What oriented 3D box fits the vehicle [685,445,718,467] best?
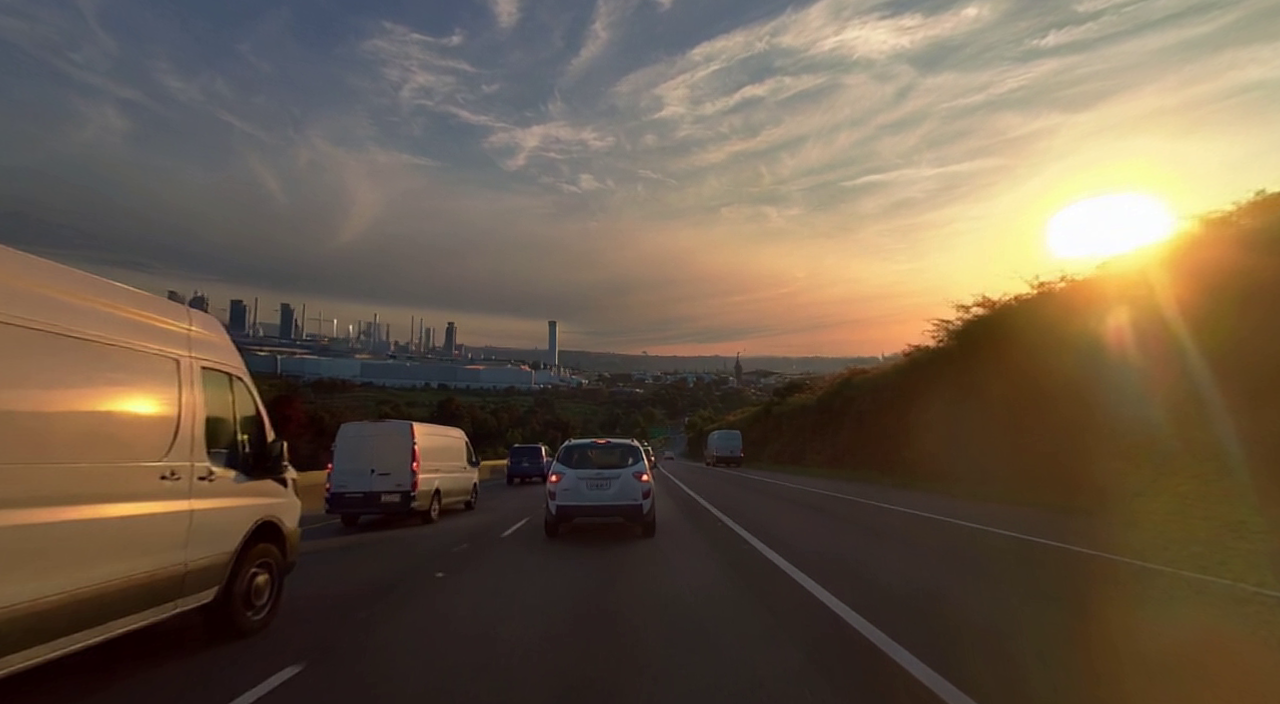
[{"bbox_3d":[4.306,7.361,44.745,1.874,1.512,3.723,0,-9,-1],"label":"vehicle"}]

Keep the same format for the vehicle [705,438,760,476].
[{"bbox_3d":[4.501,5.201,31.319,2.003,1.754,4.134,0,-9,-1],"label":"vehicle"}]

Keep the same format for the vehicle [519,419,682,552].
[{"bbox_3d":[-0.506,2.017,10.083,2.093,1.695,3.782,0,-9,0],"label":"vehicle"}]

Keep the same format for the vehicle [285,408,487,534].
[{"bbox_3d":[-4.601,2.248,12.343,2.043,1.987,4.486,0,-9,0],"label":"vehicle"}]

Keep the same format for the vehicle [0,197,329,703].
[{"bbox_3d":[-4.478,0.497,3.162,2.248,2.626,6.837,0,-9,0],"label":"vehicle"}]
